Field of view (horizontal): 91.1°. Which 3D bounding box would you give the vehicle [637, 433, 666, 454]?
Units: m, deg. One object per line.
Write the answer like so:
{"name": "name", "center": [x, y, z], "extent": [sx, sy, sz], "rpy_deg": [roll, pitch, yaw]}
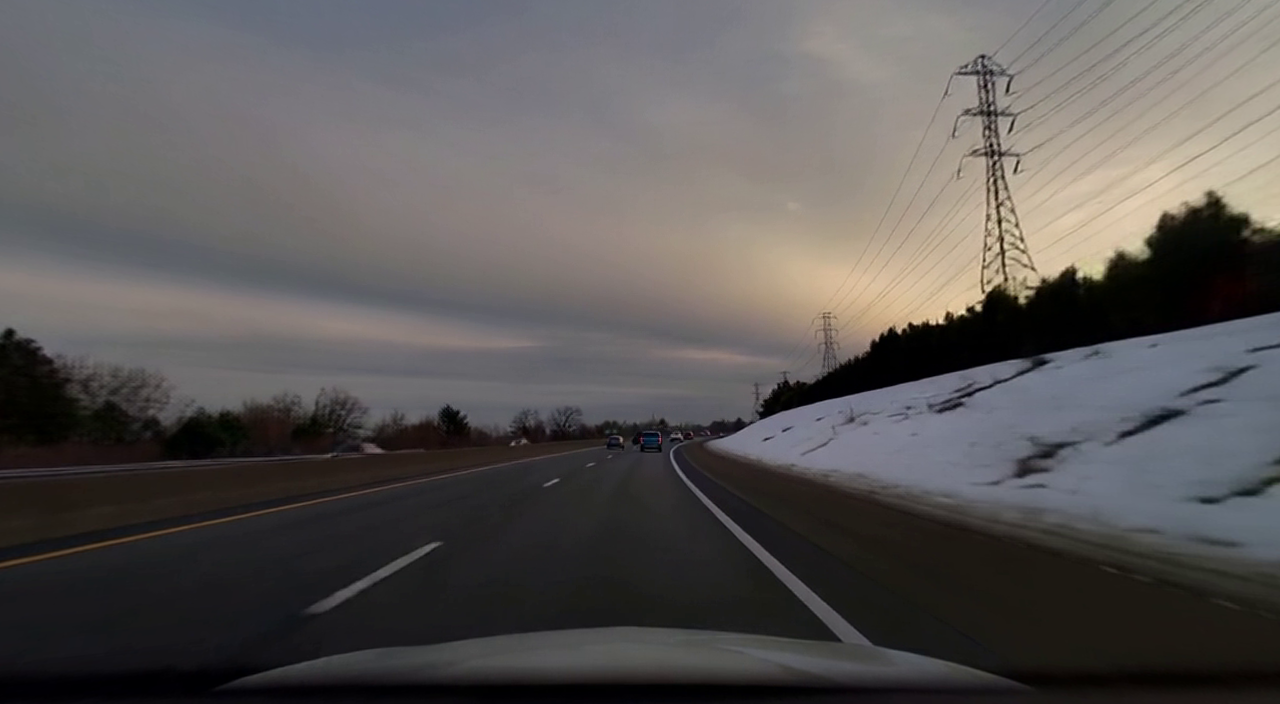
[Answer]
{"name": "vehicle", "center": [0.905, 6.935, 47.738], "extent": [2.077, 1.523, 4.206], "rpy_deg": [0, -8, 2]}

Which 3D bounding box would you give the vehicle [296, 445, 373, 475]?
{"name": "vehicle", "center": [-16.838, 5.934, 34.897], "extent": [1.861, 1.506, 4.440], "rpy_deg": [0, -8, 2]}
